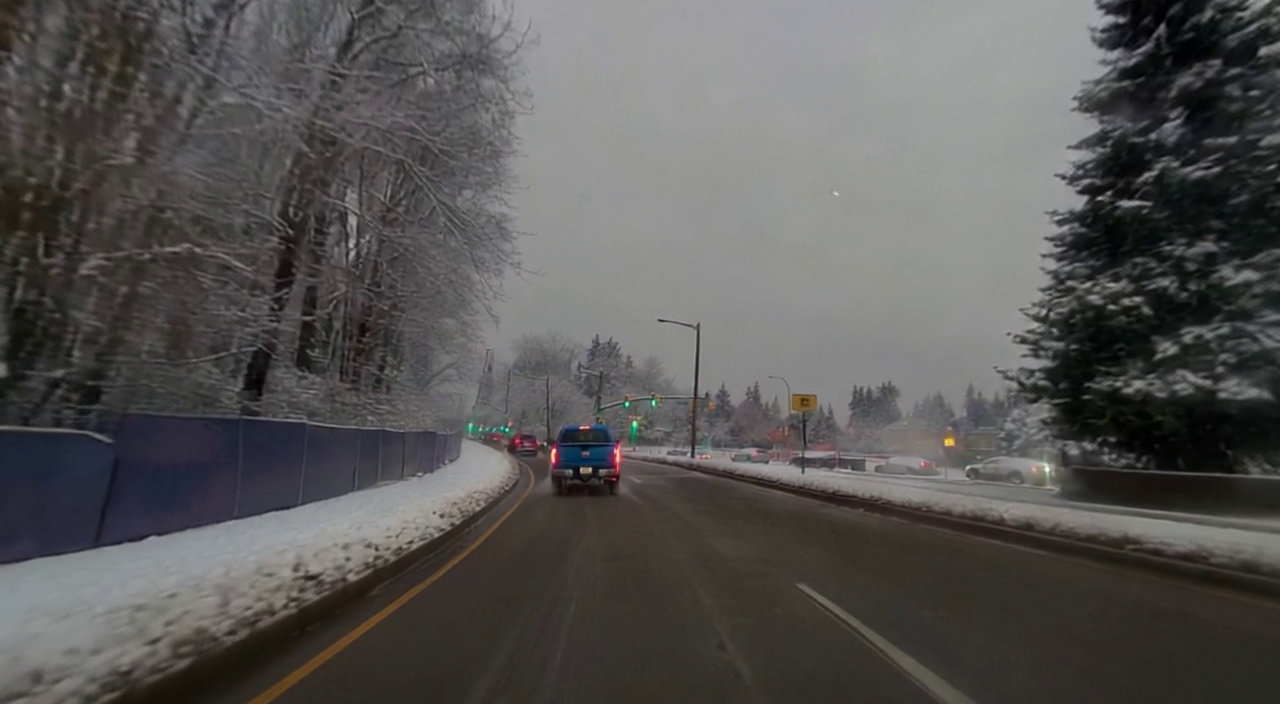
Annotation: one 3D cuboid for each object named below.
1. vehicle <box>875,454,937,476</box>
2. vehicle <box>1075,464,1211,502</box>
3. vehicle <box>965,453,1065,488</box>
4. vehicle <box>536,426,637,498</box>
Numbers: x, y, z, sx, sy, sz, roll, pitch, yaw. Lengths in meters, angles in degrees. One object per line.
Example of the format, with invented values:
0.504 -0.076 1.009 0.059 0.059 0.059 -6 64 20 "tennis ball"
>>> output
19.395 8.242 46.175 1.805 1.494 4.362 2 -9 -14 "vehicle"
22.879 5.944 28.967 1.850 1.470 4.761 2 -9 -10 "vehicle"
21.468 6.769 36.394 1.938 1.781 5.078 1 -9 -11 "vehicle"
-1.571 3.060 17.953 2.436 1.698 5.322 1 -9 -6 "vehicle"
